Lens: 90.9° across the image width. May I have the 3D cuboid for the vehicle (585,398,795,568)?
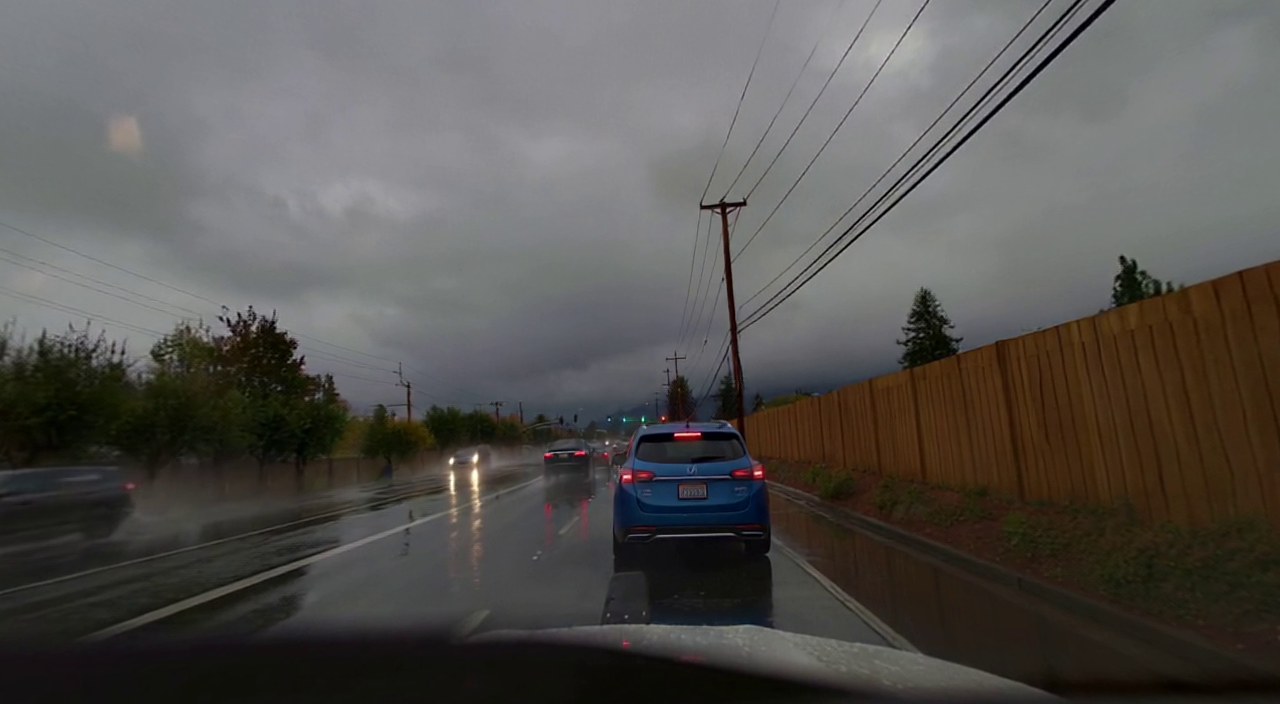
[{"bbox_3d":[0.487,1.671,8.686,2.174,1.749,4.113,0,-9,-1],"label":"vehicle"}]

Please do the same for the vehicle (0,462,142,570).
[{"bbox_3d":[-11.421,2.855,11.203,1.893,1.662,3.966,0,-9,-1],"label":"vehicle"}]

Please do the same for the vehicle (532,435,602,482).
[{"bbox_3d":[-2.707,4.069,24.301,2.037,1.639,4.213,0,-9,2],"label":"vehicle"}]

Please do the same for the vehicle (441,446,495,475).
[{"bbox_3d":[-11.741,7.406,43.366,2.187,1.863,5.152,0,-9,1],"label":"vehicle"}]
